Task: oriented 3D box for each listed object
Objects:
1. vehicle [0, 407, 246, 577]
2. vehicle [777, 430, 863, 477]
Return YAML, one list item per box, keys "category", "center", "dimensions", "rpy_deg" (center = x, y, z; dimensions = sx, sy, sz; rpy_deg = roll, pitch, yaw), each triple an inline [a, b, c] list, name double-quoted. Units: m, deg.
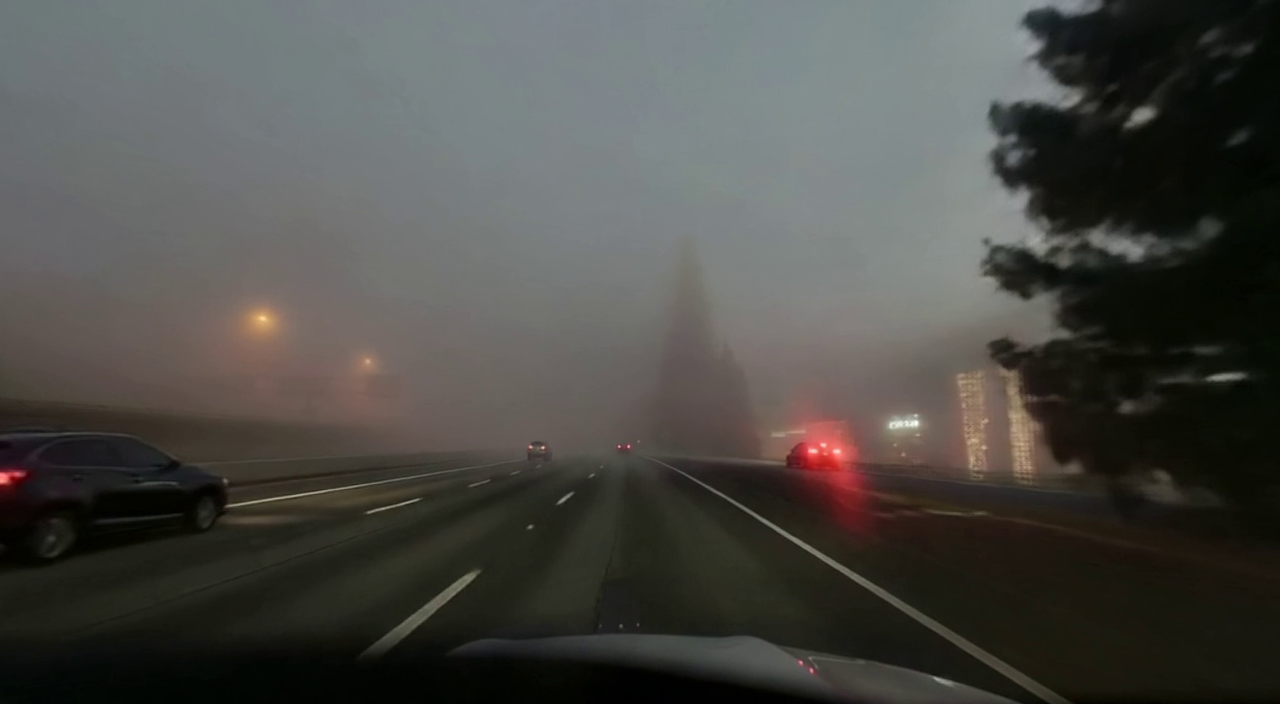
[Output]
- category: "vehicle"
  center: [-7.413, 1.618, 7.706]
  dimensions: [2.030, 1.672, 4.913]
  rpy_deg: [0, -9, 0]
- category: "vehicle"
  center: [7.497, 4.269, 26.759]
  dimensions: [2.023, 1.782, 4.193]
  rpy_deg: [1, -9, -6]
